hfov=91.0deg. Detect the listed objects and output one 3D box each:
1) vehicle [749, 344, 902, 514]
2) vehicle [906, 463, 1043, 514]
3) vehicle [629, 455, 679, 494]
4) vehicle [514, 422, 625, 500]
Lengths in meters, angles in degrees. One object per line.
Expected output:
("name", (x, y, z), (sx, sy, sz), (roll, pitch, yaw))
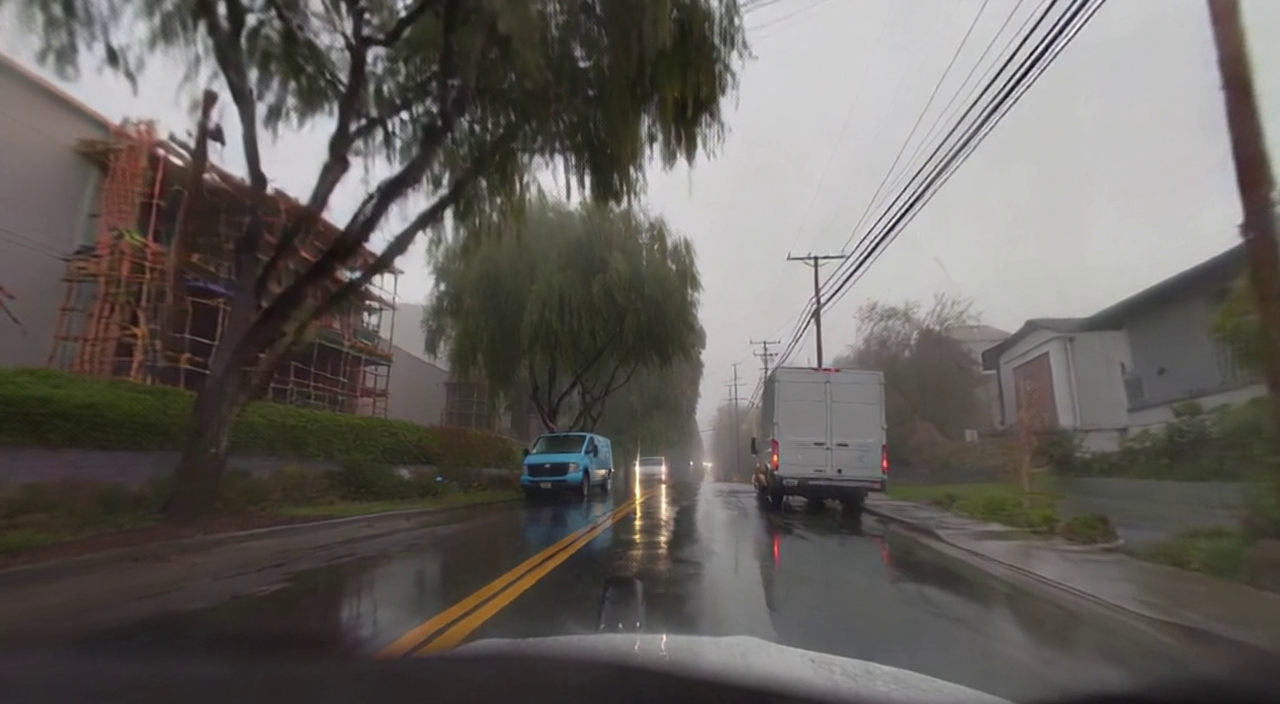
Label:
("vehicle", (5.008, 2.585, 19.215), (2.915, 3.793, 9.963), (0, -10, 7))
("vehicle", (15.590, 6.359, 29.659), (5.321, 1.857, 1.976), (-1, -4, 15))
("vehicle", (0.916, 6.864, 35.667), (2.257, 1.916, 5.089), (-1, -9, 8))
("vehicle", (-1.978, 3.193, 19.260), (2.171, 1.910, 4.789), (-2, -5, 9))
